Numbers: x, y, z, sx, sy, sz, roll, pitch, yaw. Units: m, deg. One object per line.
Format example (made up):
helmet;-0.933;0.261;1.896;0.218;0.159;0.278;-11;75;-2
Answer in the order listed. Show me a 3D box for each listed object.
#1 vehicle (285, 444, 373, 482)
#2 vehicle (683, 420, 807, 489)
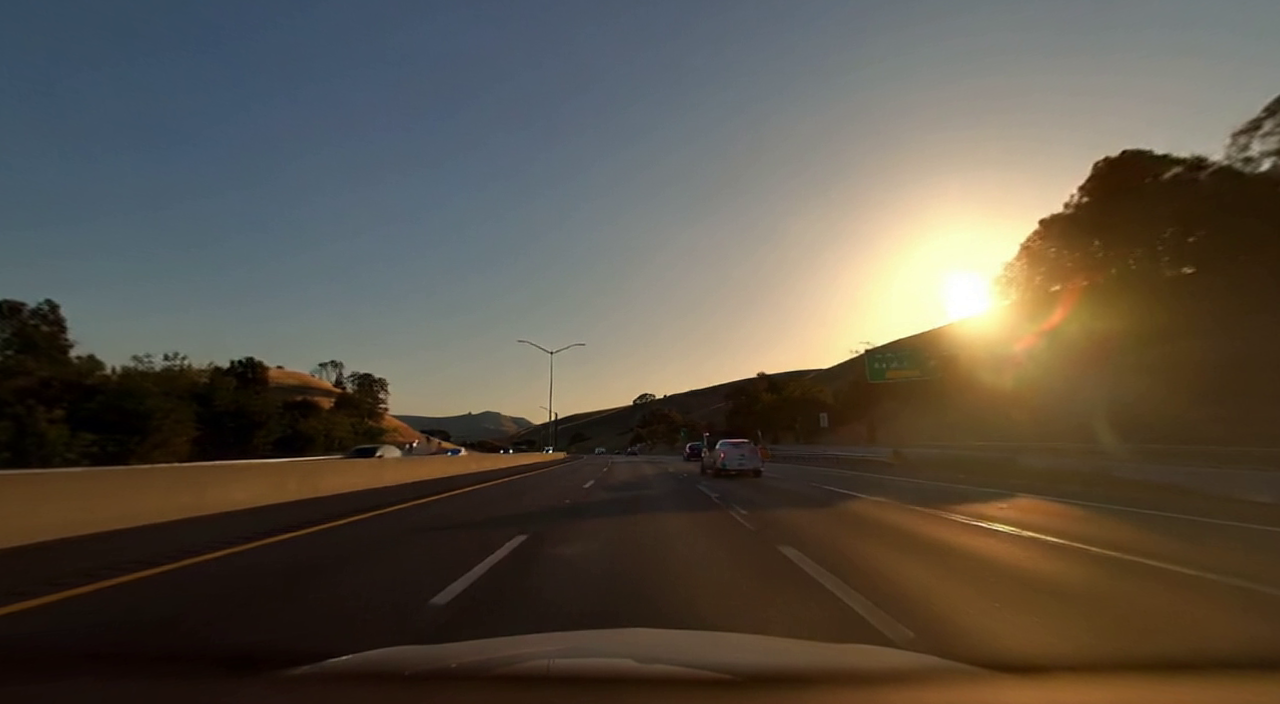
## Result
vehicle;-14.282;5.089;29.296;1.916;1.576;4.344;0;-8;-1
vehicle;3.438;3.686;23.073;2.981;2.053;7.897;0;-8;-2
